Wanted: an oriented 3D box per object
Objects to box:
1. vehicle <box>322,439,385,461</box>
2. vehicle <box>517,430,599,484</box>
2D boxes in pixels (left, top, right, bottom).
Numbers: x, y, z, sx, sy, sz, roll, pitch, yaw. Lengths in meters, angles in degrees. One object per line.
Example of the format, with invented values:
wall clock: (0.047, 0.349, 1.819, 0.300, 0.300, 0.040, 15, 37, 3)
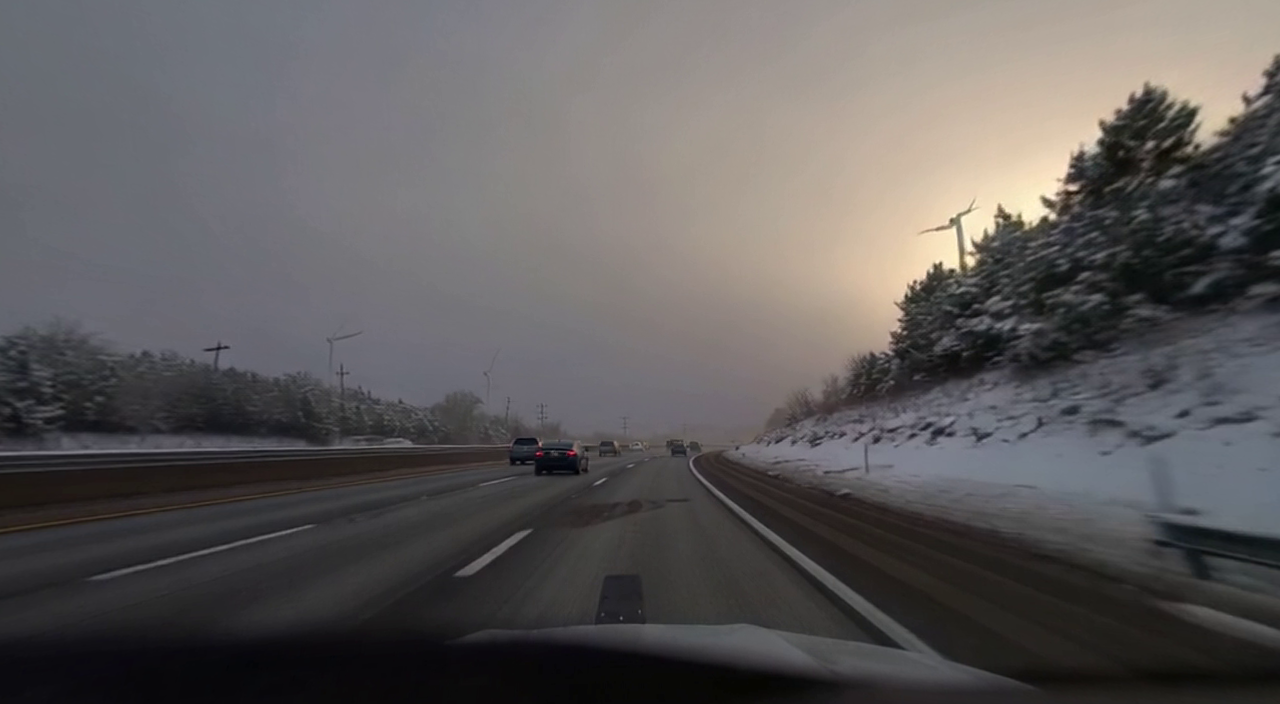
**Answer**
vehicle: (-19.845, 6.788, 43.836, 2.135, 1.441, 4.228, 0, -9, 4)
vehicle: (-2.760, 3.673, 22.257, 2.118, 1.702, 4.355, 0, -8, 3)
